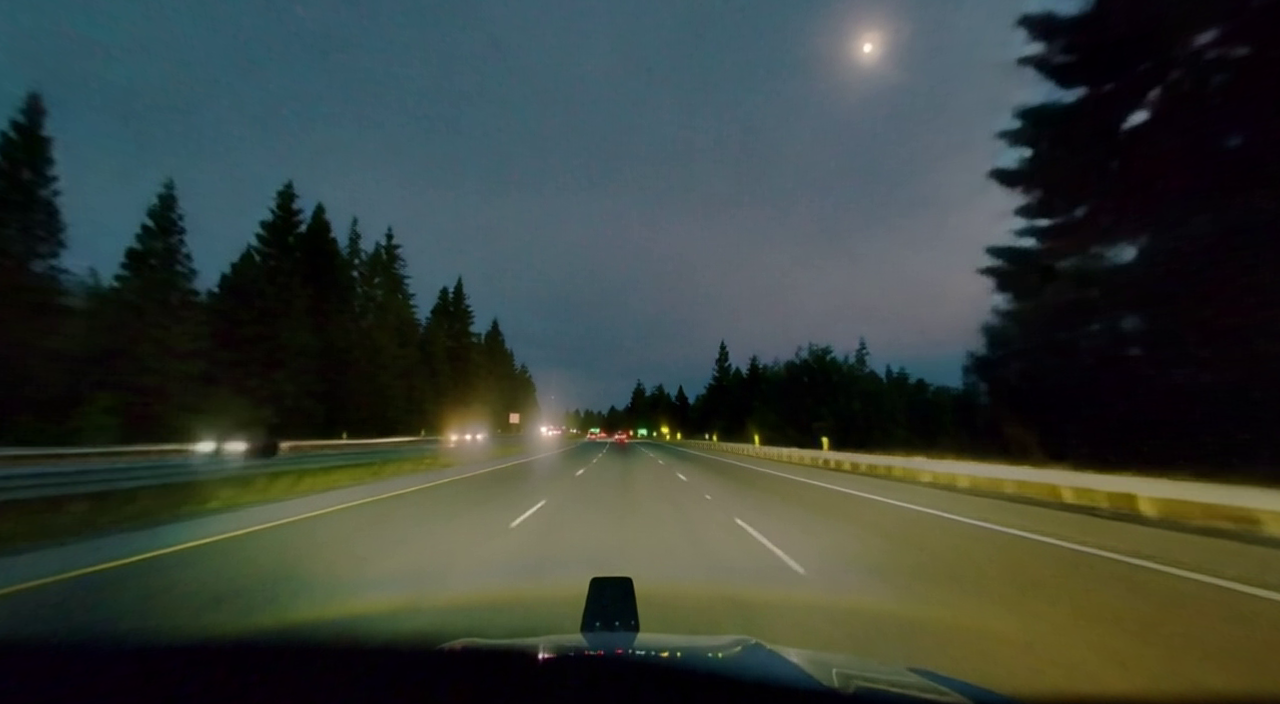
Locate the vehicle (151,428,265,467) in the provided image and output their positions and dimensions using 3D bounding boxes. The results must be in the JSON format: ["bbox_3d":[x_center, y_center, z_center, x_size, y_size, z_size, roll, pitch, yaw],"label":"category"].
[{"bbox_3d":[-17.566,3.883,25.859,1.803,1.450,4.066,0,-8,-1],"label":"vehicle"}]
